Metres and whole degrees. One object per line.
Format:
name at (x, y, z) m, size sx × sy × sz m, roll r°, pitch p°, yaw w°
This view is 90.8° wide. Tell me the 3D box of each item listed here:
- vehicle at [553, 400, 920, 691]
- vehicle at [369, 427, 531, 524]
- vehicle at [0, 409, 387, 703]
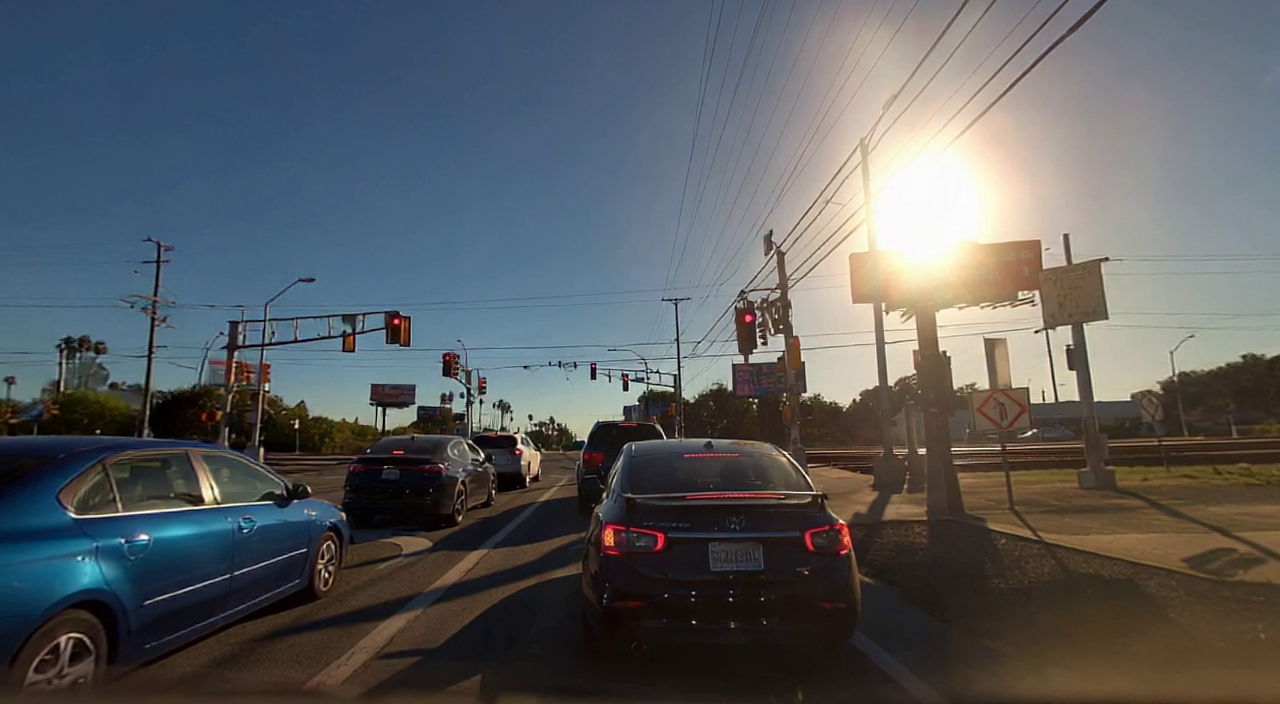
vehicle at (0.408, 1.332, 5.460) m, size 1.998 × 1.529 × 3.960 m, roll 1°, pitch -9°, yaw -4°
vehicle at (-3.362, 2.263, 12.080) m, size 1.984 × 1.505 × 3.982 m, roll 0°, pitch -9°, yaw -2°
vehicle at (-3.709, 1.249, 4.450) m, size 1.956 × 1.468 × 4.585 m, roll 0°, pitch -9°, yaw 0°
